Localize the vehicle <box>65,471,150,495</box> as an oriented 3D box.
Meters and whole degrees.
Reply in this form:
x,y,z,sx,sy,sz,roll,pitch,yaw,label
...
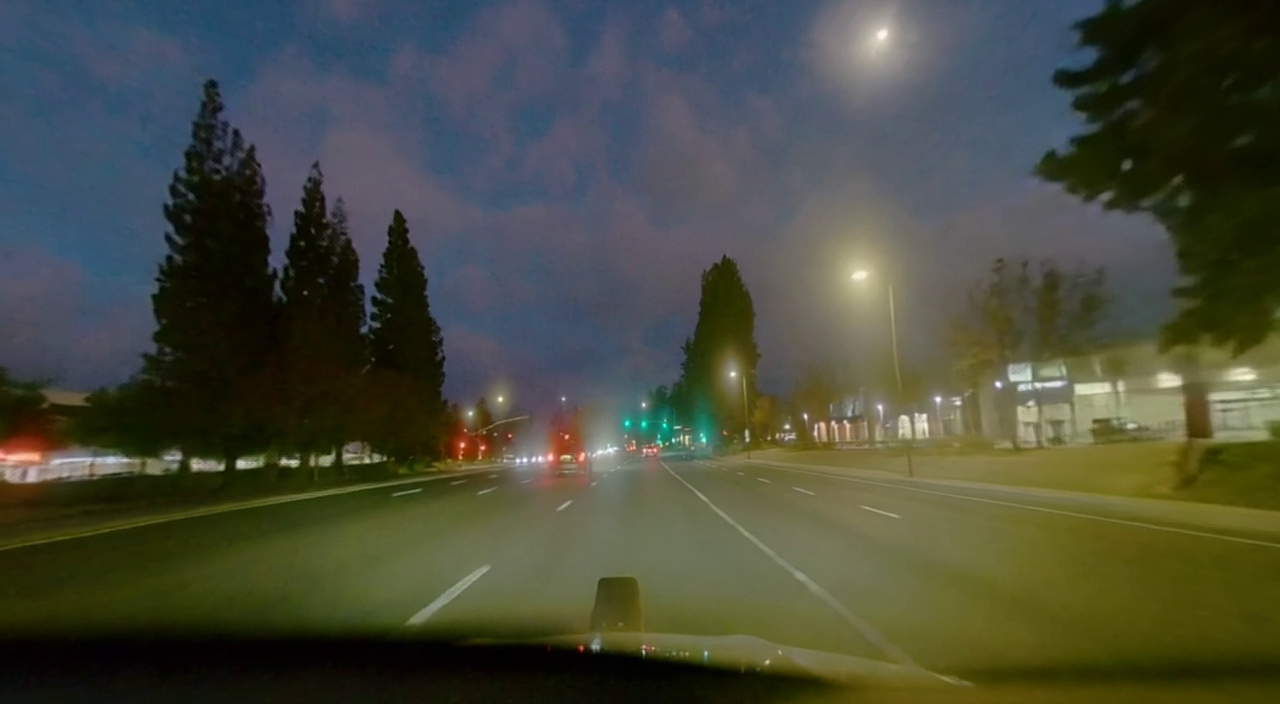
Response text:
x,y,z,sx,sy,sz,roll,pitch,yaw,label
-40.685,10.030,48.357,2.118,1.697,4.886,-2,-11,2,vehicle

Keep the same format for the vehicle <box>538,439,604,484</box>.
x,y,z,sx,sy,sz,roll,pitch,yaw,label
-2.705,4.453,25.882,2.121,1.656,4.559,-1,-9,1,vehicle
